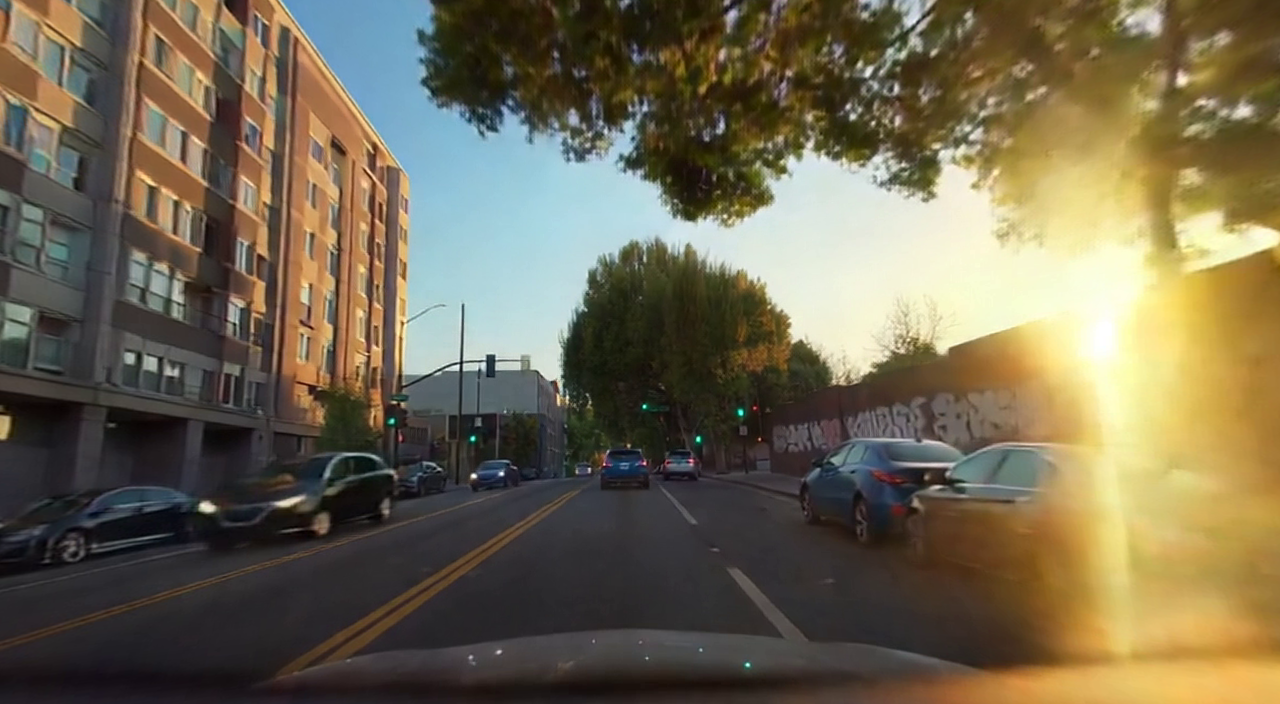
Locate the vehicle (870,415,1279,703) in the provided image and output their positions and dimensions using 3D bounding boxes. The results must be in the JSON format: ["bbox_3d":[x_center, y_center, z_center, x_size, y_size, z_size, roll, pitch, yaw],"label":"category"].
[{"bbox_3d":[4.140,1.558,6.054,2.032,1.687,4.374,0,-8,-3],"label":"vehicle"}]

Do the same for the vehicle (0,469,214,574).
[{"bbox_3d":[-11.053,3.353,13.018,1.741,1.506,4.370,-5,-8,-3],"label":"vehicle"}]

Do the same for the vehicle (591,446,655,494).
[{"bbox_3d":[-0.614,4.292,23.458,2.166,1.579,4.300,0,-8,-1],"label":"vehicle"}]

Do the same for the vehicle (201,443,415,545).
[{"bbox_3d":[-6.597,2.807,13.290,2.147,1.747,4.409,0,-8,-1],"label":"vehicle"}]

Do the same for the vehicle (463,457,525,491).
[{"bbox_3d":[-6.952,5.859,30.620,2.040,1.402,4.237,0,-8,-1],"label":"vehicle"}]

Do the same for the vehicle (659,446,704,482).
[{"bbox_3d":[2.251,5.930,33.657,2.207,1.761,4.292,-1,-8,5],"label":"vehicle"}]
